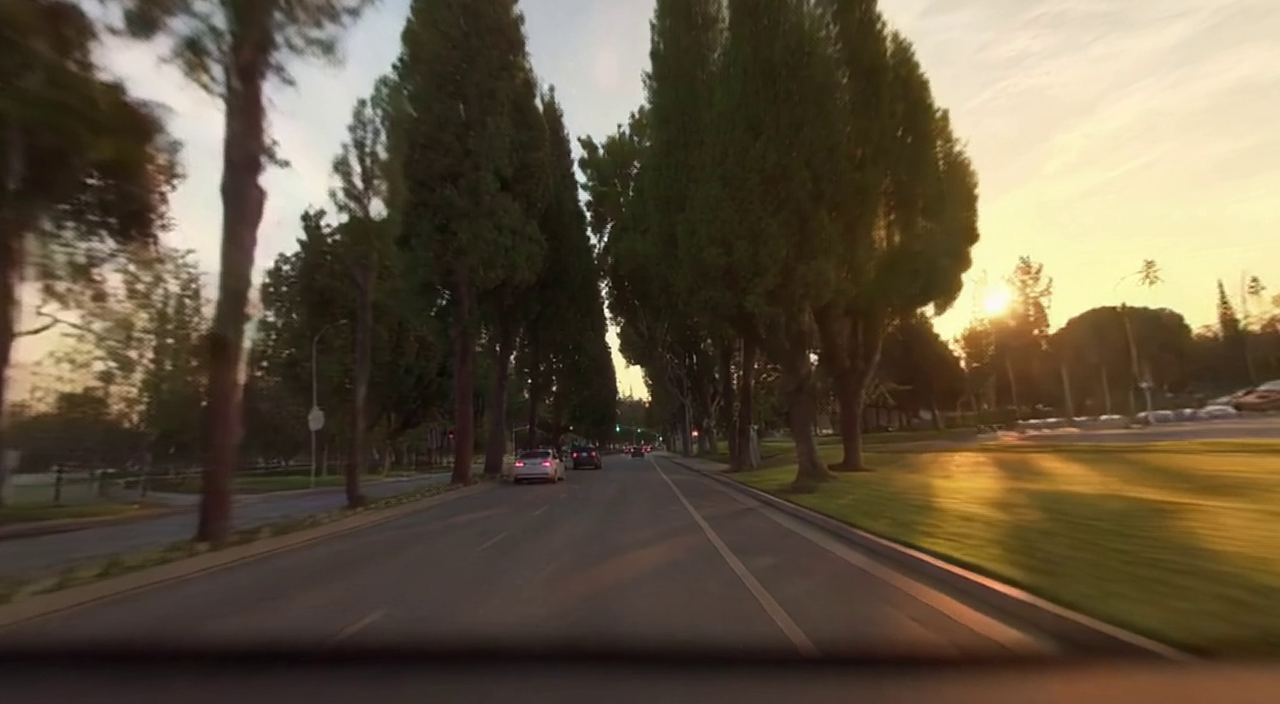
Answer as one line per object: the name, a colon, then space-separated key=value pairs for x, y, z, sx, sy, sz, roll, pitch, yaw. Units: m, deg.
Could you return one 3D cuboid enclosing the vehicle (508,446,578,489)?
vehicle: x=-3.586 y=4.324 z=24.039 sx=1.932 sy=1.431 sz=4.144 roll=-1 pitch=-8 yaw=1
